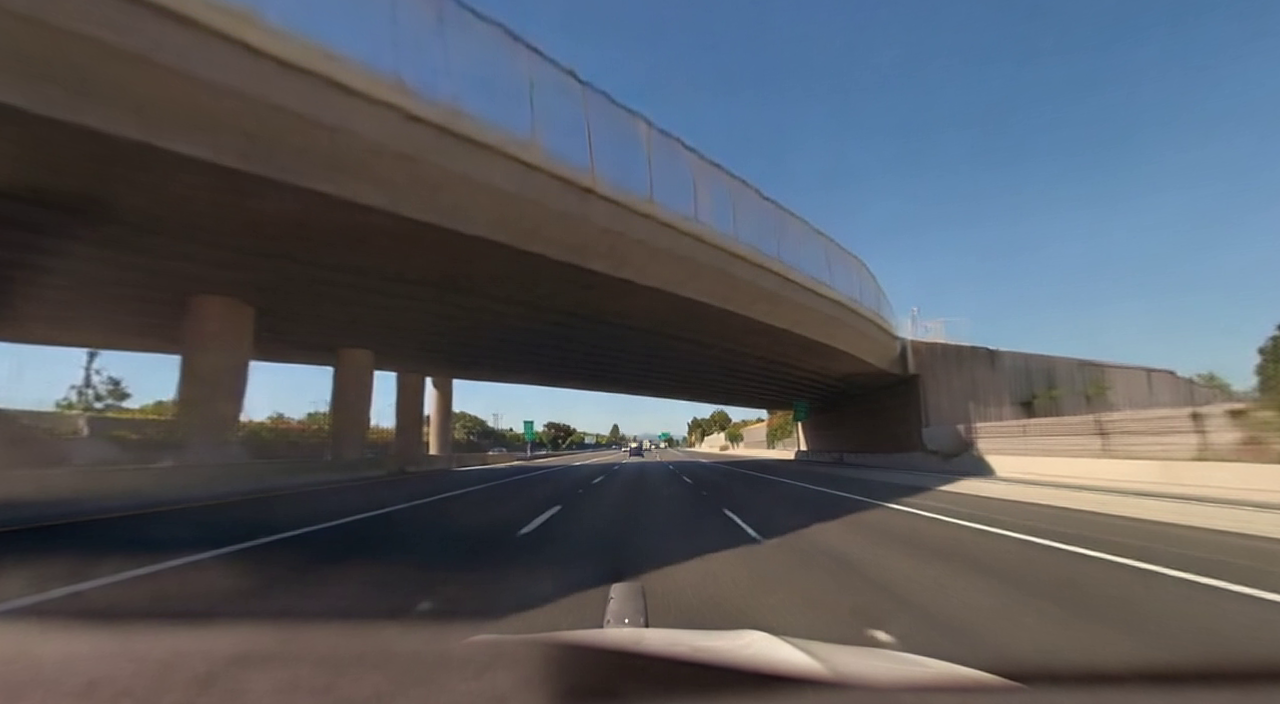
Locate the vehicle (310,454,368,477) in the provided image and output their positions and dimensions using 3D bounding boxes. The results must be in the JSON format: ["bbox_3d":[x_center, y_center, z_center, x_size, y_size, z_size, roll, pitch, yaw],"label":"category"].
[{"bbox_3d":[-21.068,7.938,44.300,1.870,1.479,4.388,0,-8,1],"label":"vehicle"}]
